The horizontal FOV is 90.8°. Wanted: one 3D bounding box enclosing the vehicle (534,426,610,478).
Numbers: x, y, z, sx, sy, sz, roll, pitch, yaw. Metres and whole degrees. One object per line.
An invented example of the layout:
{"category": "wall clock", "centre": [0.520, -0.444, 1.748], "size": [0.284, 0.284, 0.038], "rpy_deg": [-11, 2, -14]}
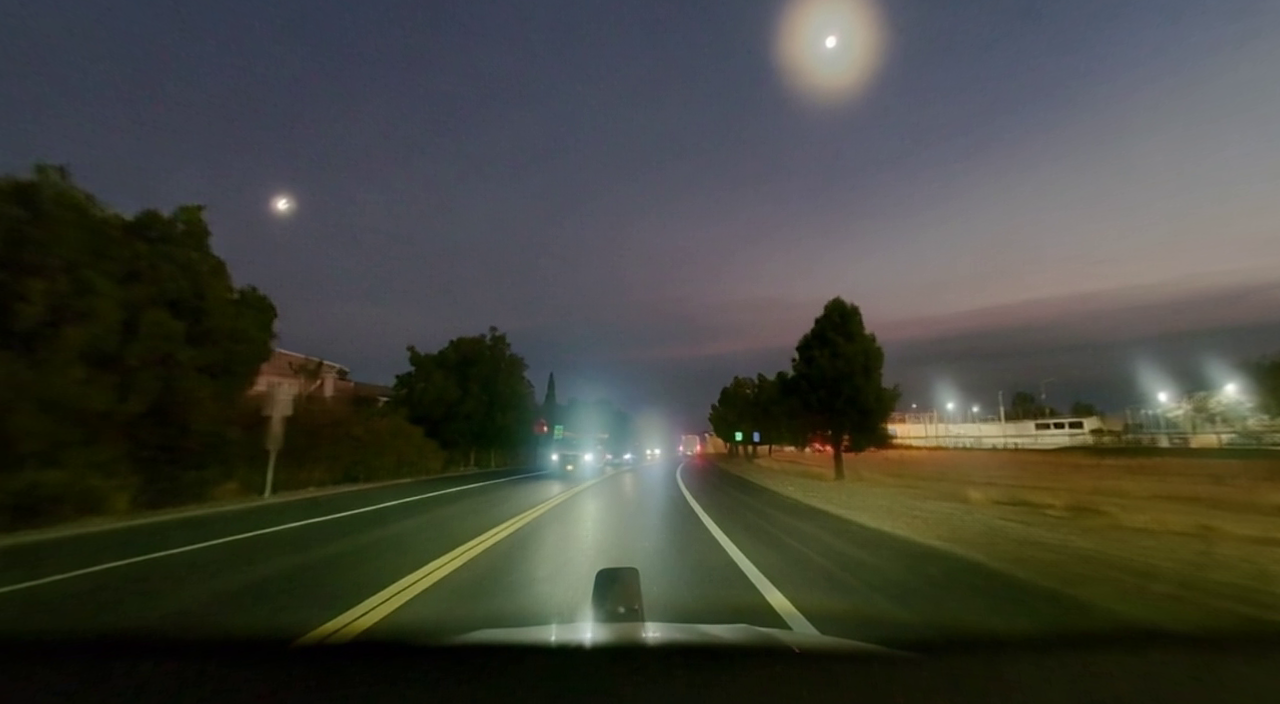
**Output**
{"category": "vehicle", "centre": [-3.359, 5.195, 33.176], "size": [2.825, 2.376, 7.468], "rpy_deg": [-1, -8, 3]}
